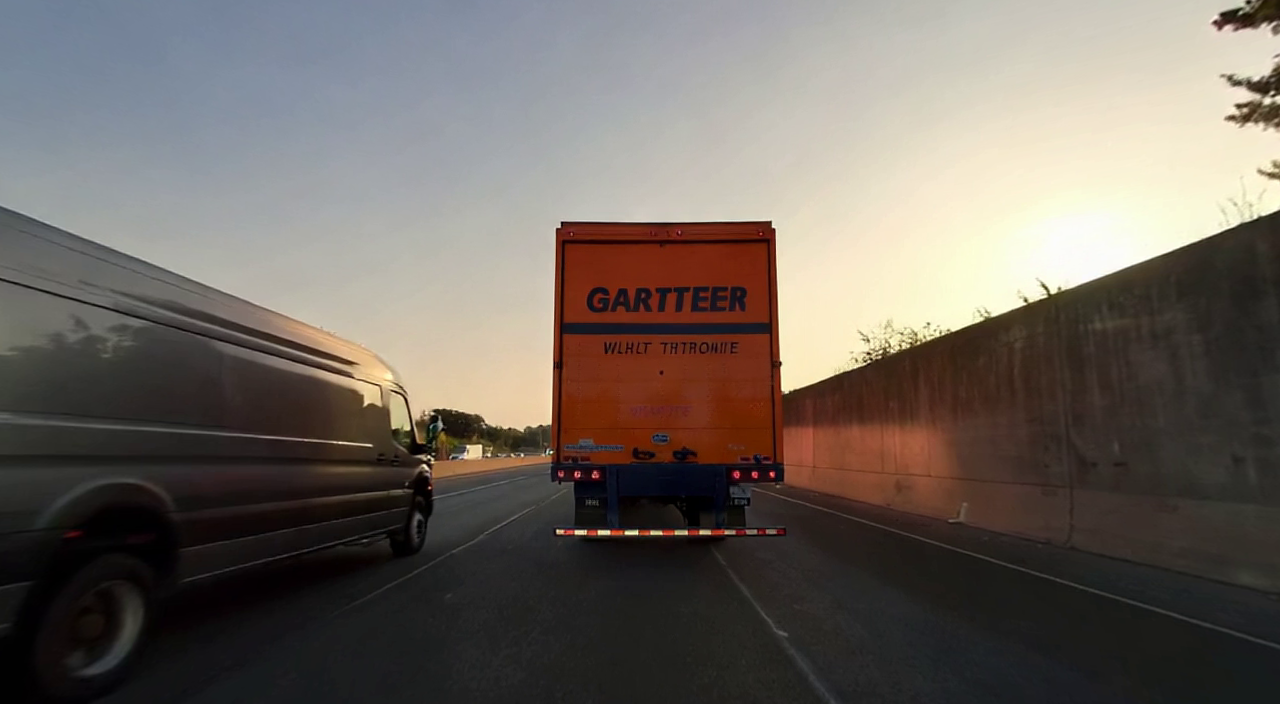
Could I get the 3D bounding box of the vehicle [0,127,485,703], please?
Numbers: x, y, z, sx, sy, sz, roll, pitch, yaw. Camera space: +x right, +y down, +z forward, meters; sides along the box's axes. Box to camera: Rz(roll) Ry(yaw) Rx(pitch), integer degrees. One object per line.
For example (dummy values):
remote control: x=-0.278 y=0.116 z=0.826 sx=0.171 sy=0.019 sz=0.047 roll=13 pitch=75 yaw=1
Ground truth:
vehicle: x=-4.415 y=1.024 z=6.855 sx=2.790 sy=2.893 sz=10.715 roll=0 pitch=-9 yaw=0

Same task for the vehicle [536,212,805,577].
vehicle: x=0.471 y=1.214 z=12.232 sx=2.853 sy=4.054 sz=10.557 roll=0 pitch=-9 yaw=2
